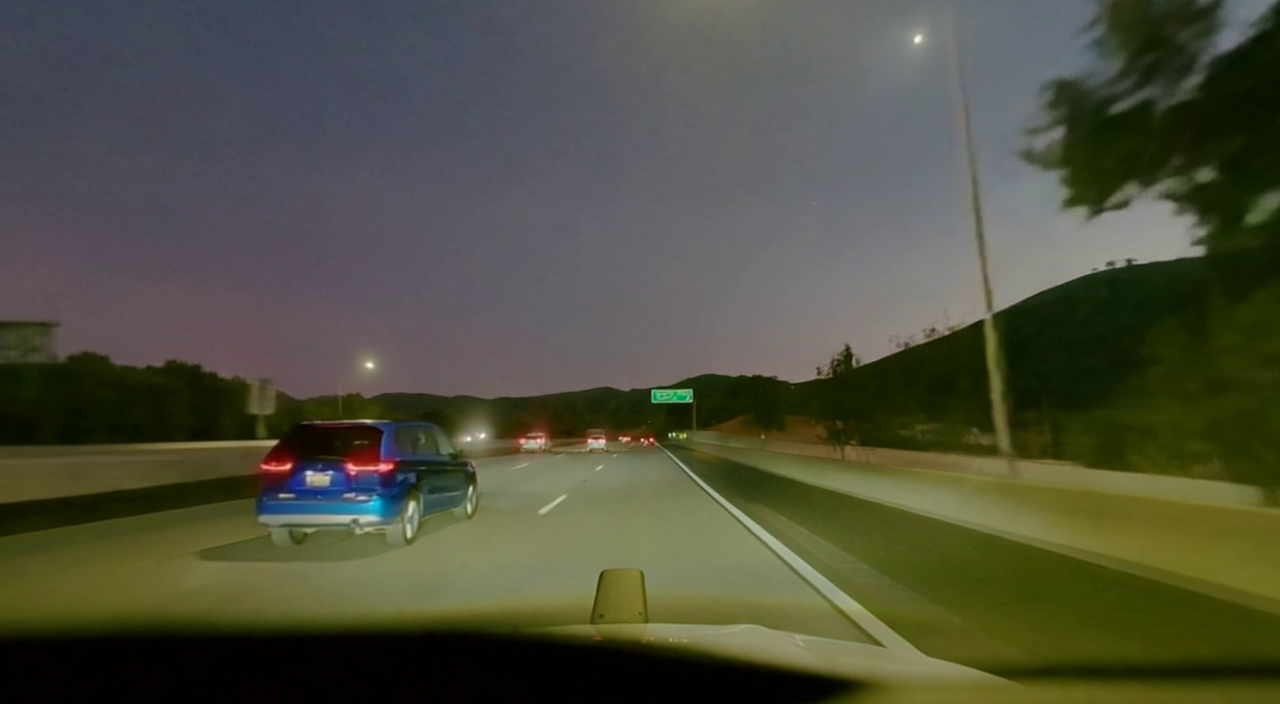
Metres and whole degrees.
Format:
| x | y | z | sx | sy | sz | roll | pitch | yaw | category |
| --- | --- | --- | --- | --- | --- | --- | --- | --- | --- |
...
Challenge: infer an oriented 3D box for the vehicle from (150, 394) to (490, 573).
| x | y | z | sx | sy | sz | roll | pitch | yaw | category |
| --- | --- | --- | --- | --- | --- | --- | --- | --- | --- |
| -3.644 | 1.586 | 8.395 | 2.138 | 1.718 | 4.415 | -1 | -8 | 1 | vehicle |

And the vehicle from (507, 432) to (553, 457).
| x | y | z | sx | sy | sz | roll | pitch | yaw | category |
| --- | --- | --- | --- | --- | --- | --- | --- | --- | --- |
| -7.014 | 5.970 | 40.730 | 1.963 | 1.476 | 4.739 | -1 | -8 | 2 | vehicle |
